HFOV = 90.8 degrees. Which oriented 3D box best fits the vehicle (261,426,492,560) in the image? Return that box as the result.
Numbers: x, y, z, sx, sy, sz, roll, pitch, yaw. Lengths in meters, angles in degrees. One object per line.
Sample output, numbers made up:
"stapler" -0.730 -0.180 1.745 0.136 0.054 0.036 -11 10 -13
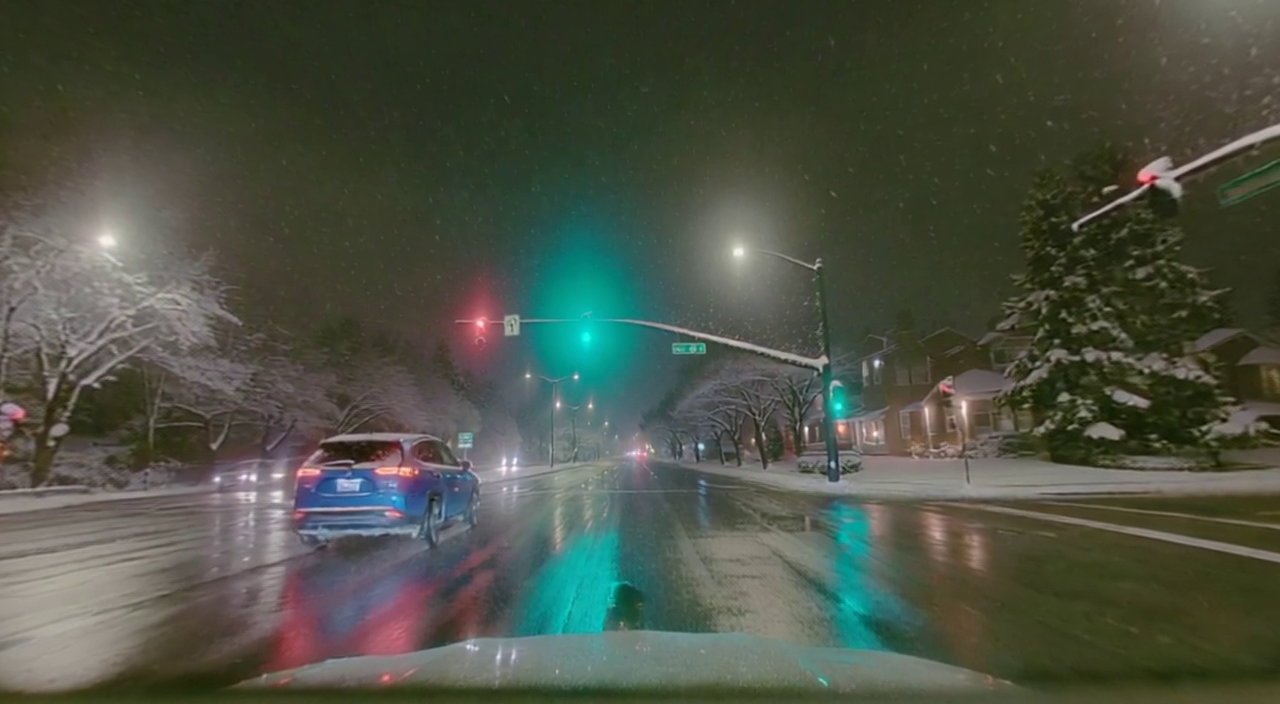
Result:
"vehicle" -3.964 2.170 10.476 1.993 1.733 4.262 0 -9 -1
